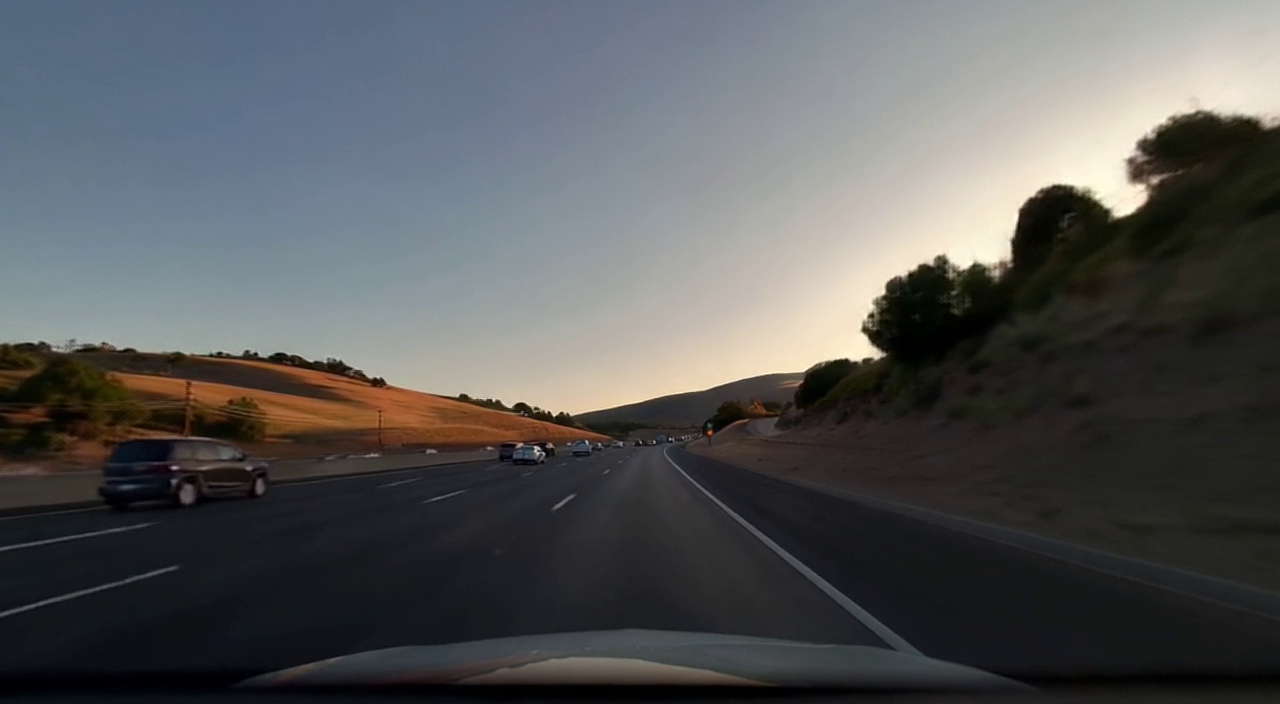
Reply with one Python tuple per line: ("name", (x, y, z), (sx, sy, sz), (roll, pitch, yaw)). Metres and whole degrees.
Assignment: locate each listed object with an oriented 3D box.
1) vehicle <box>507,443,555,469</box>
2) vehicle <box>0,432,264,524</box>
("vehicle", (-6.747, 6.458, 39.417), (2.107, 1.484, 4.449), (0, -9, 2))
("vehicle", (-10.798, 2.675, 13.962), (2.122, 1.695, 4.437), (0, -9, 1))
